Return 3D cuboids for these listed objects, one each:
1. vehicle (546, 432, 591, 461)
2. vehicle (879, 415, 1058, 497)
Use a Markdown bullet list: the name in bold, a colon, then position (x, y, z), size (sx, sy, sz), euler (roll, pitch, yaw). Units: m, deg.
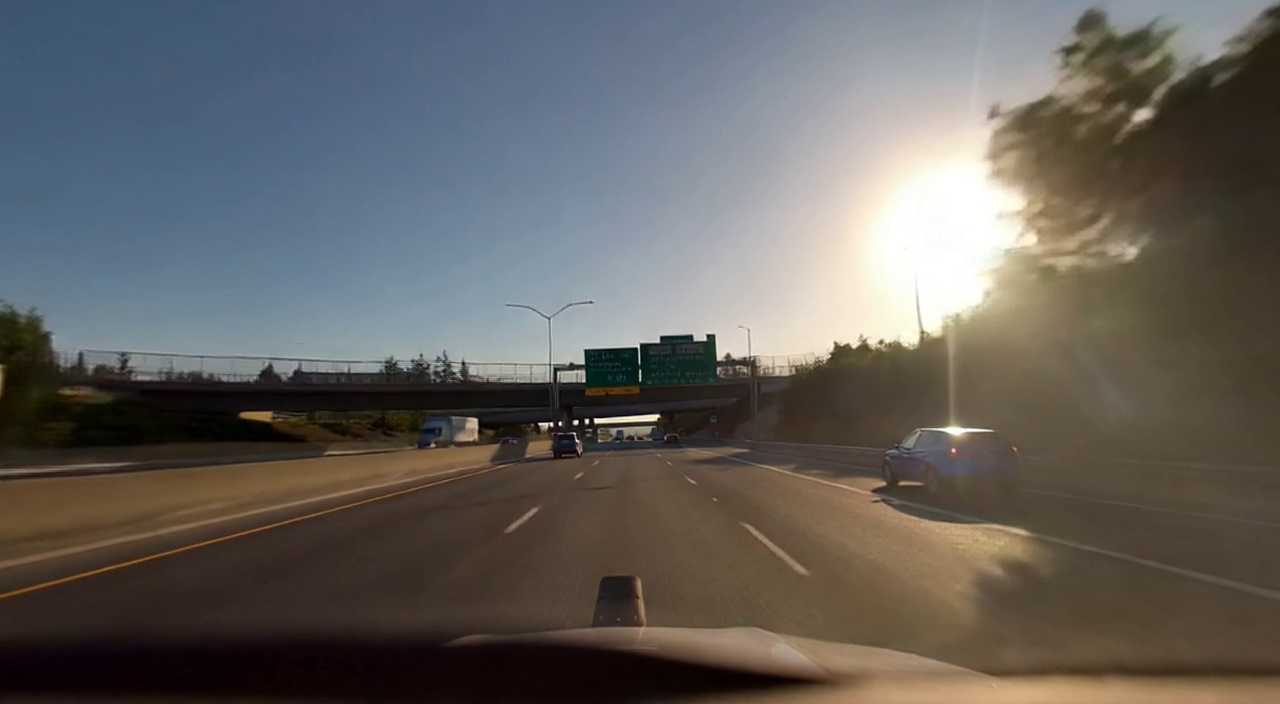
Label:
- **vehicle**: position (-3.909, 5.219, 35.002), size (2.032, 1.465, 4.316), euler (0, -8, -1)
- **vehicle**: position (7.379, 2.351, 14.651), size (1.956, 1.634, 3.935), euler (0, -8, -1)
